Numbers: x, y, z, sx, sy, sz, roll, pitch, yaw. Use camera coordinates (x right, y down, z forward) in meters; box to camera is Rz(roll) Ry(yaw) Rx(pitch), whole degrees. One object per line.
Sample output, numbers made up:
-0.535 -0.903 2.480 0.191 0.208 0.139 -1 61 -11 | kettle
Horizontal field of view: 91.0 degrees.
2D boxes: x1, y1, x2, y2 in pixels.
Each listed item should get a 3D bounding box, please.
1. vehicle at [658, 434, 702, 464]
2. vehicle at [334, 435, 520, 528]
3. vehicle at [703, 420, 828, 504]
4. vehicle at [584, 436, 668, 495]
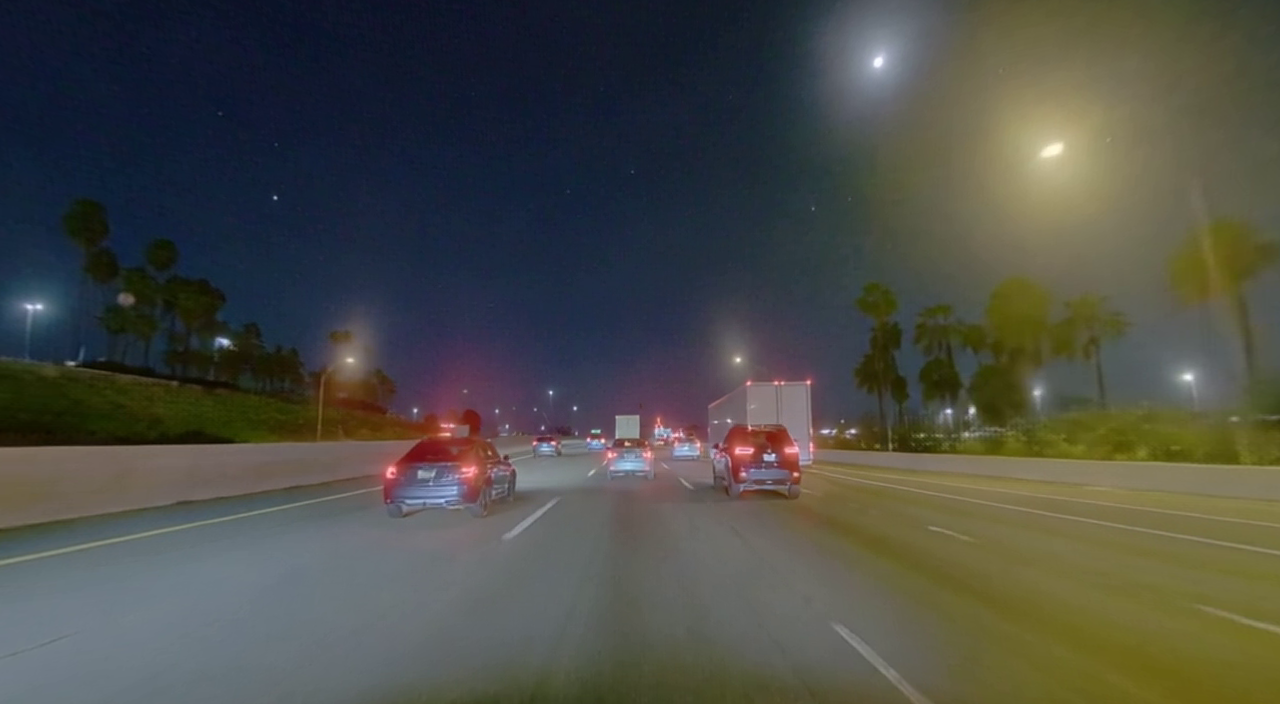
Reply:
2.554 6.436 41.837 2.476 1.843 5.652 0 -8 -1 | vehicle
-3.718 2.325 11.996 1.998 1.423 4.436 0 -8 0 | vehicle
3.055 2.800 16.467 2.173 1.870 4.499 0 -8 -2 | vehicle
-0.389 3.174 17.967 2.136 1.470 3.971 0 -8 -1 | vehicle
